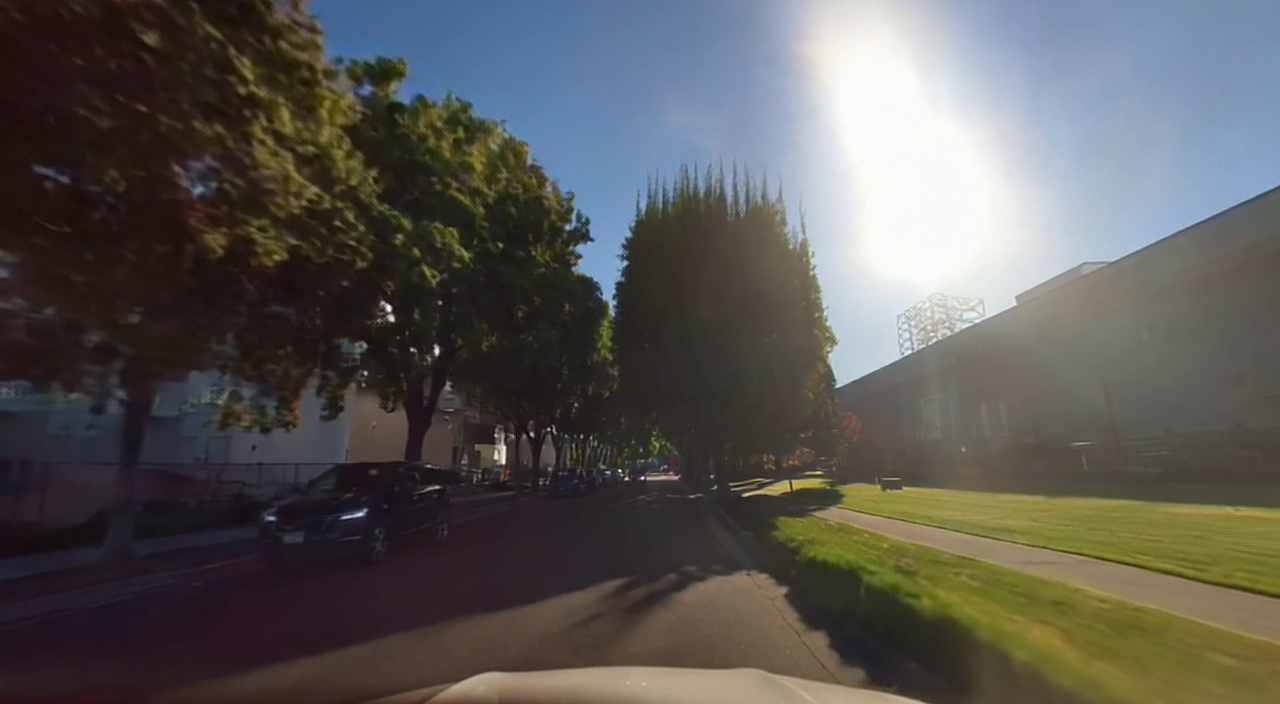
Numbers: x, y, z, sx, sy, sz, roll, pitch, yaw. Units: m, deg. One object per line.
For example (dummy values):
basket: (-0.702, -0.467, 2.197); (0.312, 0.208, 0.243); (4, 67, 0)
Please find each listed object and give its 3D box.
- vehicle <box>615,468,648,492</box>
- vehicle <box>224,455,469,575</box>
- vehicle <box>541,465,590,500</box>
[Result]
vehicle: (-0.511, 8.482, 41.860); (1.978, 1.453, 4.314); (1, -11, 2)
vehicle: (-4.446, 2.523, 10.425); (1.903, 1.542, 4.115); (-1, -10, 3)
vehicle: (-3.648, 6.495, 31.560); (2.011, 1.596, 3.760); (-1, -10, 0)
